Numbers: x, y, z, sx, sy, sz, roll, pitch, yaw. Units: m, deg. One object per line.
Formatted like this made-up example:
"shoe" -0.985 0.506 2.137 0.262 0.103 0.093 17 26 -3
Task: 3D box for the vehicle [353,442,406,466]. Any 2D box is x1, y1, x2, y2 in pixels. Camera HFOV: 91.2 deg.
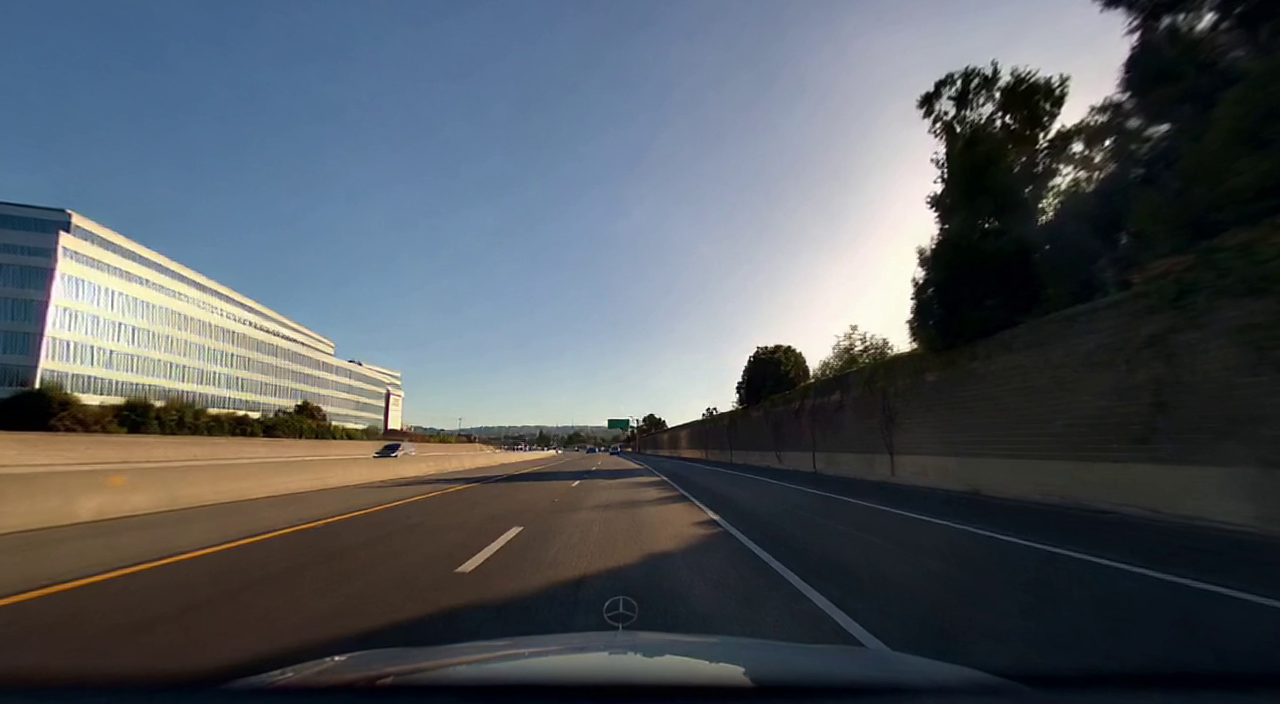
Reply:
"vehicle" -18.000 7.060 43.487 1.898 1.557 4.267 0 -9 0
